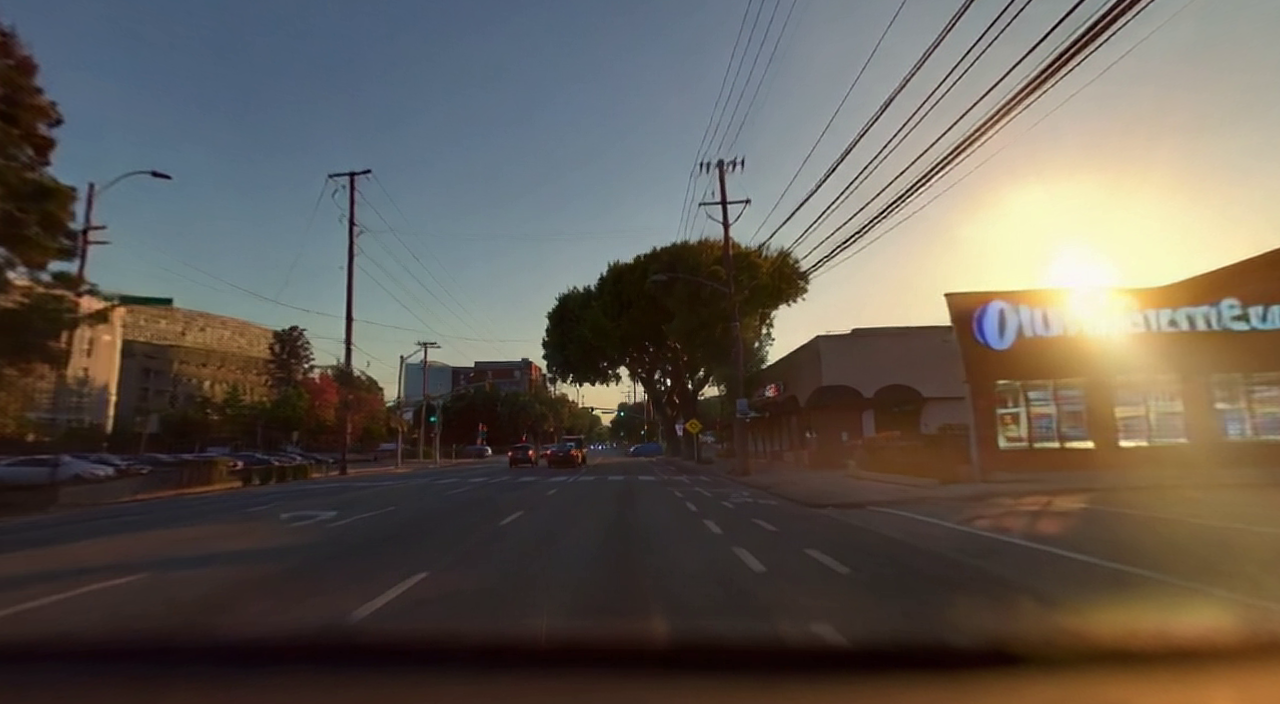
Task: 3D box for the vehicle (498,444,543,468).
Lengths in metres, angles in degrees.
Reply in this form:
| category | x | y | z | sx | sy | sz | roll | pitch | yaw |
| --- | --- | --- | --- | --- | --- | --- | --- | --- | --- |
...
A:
| category | x | y | z | sx | sy | sz | roll | pitch | yaw |
| --- | --- | --- | --- | --- | --- | --- | --- | --- | --- |
| vehicle | -7.422 | 6.475 | 39.496 | 2.010 | 1.455 | 4.271 | 0 | -8 | 0 |

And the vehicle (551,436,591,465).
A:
| category | x | y | z | sx | sy | sz | roll | pitch | yaw |
| --- | --- | --- | --- | --- | --- | --- | --- | --- | --- |
| vehicle | -4.809 | 6.935 | 44.704 | 2.371 | 1.926 | 5.099 | 0 | -8 | -2 |
